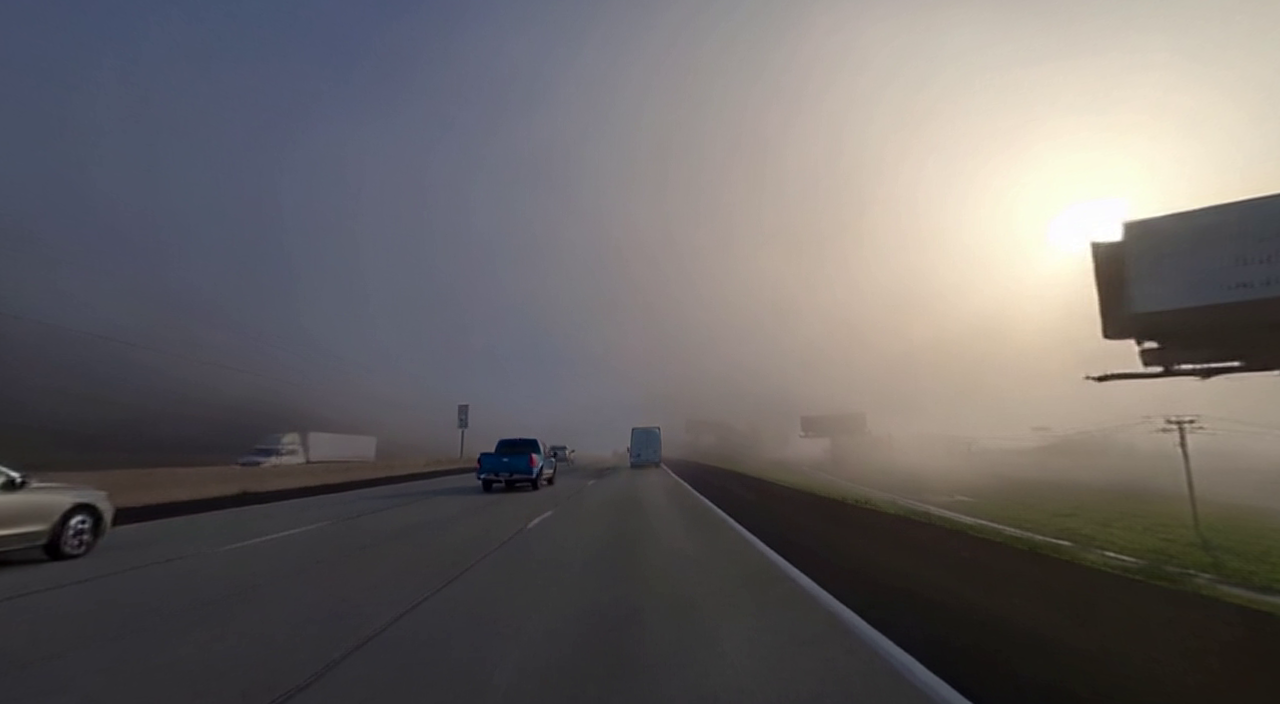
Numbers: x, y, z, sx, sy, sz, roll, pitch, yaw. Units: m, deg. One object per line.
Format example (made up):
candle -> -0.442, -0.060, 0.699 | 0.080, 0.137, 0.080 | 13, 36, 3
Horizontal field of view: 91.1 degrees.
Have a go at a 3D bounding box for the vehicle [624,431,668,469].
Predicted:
vehicle -> 0.360, 6.498, 41.724 | 2.692, 2.279, 5.695 | 0, -8, 0

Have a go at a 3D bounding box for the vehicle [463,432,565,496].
vehicle -> -3.778, 3.459, 19.813 | 2.145, 1.730, 4.729 | 0, -8, 1

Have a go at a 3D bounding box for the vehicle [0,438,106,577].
vehicle -> -7.890, 1.530, 5.737 | 1.941, 1.475, 4.597 | 0, -8, 0
